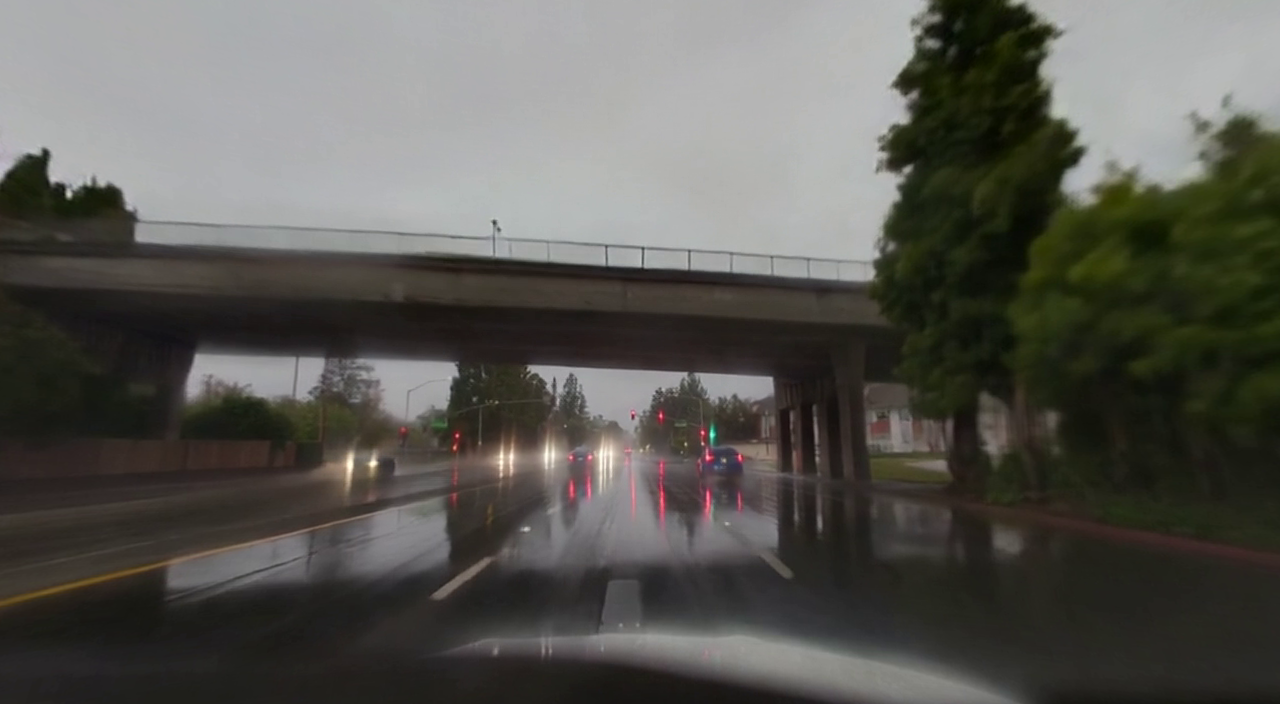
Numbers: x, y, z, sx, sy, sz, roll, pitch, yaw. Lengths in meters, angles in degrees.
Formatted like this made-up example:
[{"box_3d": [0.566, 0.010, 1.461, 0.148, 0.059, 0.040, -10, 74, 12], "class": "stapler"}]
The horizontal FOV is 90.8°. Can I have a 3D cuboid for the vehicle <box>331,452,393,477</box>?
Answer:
[{"box_3d": [-18.324, 7.412, 41.908, 2.003, 1.494, 4.580, 0, -8, 1], "class": "vehicle"}]

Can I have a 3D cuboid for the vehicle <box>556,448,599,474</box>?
[{"box_3d": [-3.741, 6.612, 38.495, 2.060, 1.484, 4.417, 0, -8, 1], "class": "vehicle"}]

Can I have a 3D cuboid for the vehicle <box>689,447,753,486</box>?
[{"box_3d": [3.316, 4.777, 26.664, 2.068, 1.497, 4.247, 0, -8, -1], "class": "vehicle"}]
